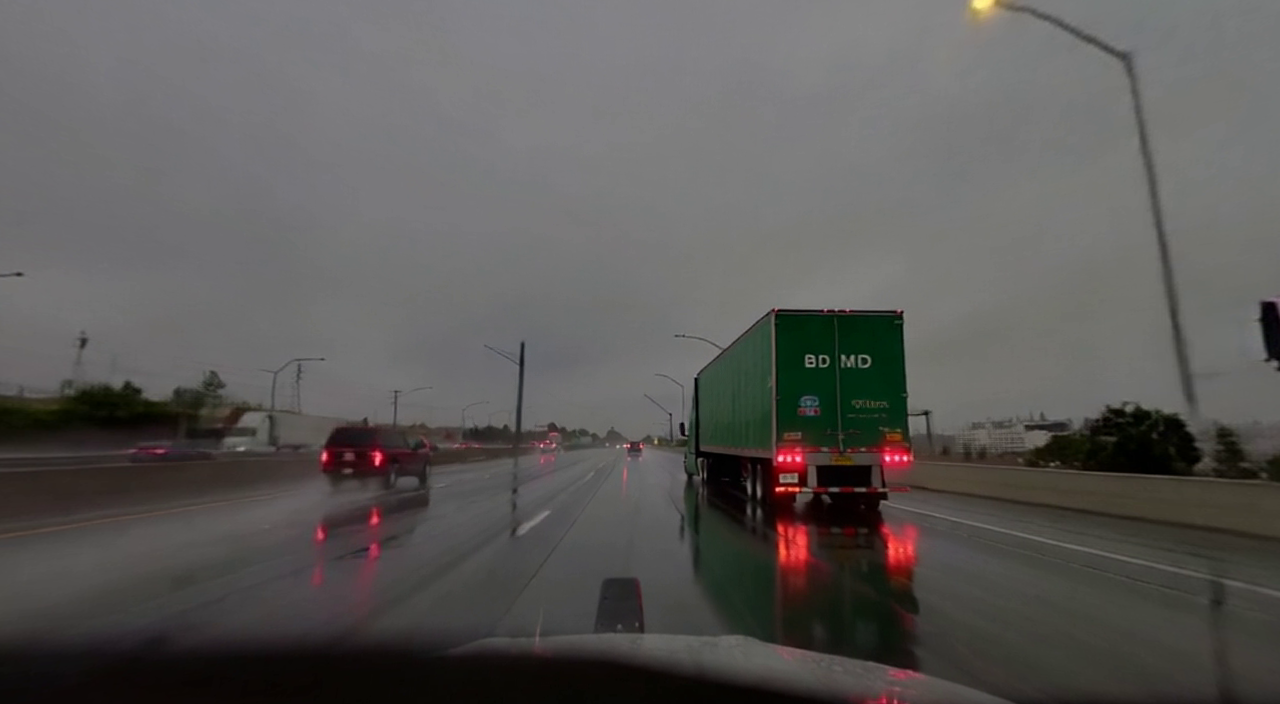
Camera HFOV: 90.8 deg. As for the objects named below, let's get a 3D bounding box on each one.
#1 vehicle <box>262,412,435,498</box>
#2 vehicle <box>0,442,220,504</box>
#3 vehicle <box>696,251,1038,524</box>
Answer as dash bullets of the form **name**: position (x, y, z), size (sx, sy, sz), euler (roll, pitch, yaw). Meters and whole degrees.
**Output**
- **vehicle**: position (-7.397, 2.688, 16.799), size (2.100, 1.905, 5.119), euler (0, -8, 0)
- **vehicle**: position (-13.912, 3.117, 16.828), size (2.067, 1.398, 4.863), euler (0, -8, 1)
- **vehicle**: position (3.904, 1.547, 16.603), size (2.891, 3.944, 15.051), euler (0, -8, -2)
